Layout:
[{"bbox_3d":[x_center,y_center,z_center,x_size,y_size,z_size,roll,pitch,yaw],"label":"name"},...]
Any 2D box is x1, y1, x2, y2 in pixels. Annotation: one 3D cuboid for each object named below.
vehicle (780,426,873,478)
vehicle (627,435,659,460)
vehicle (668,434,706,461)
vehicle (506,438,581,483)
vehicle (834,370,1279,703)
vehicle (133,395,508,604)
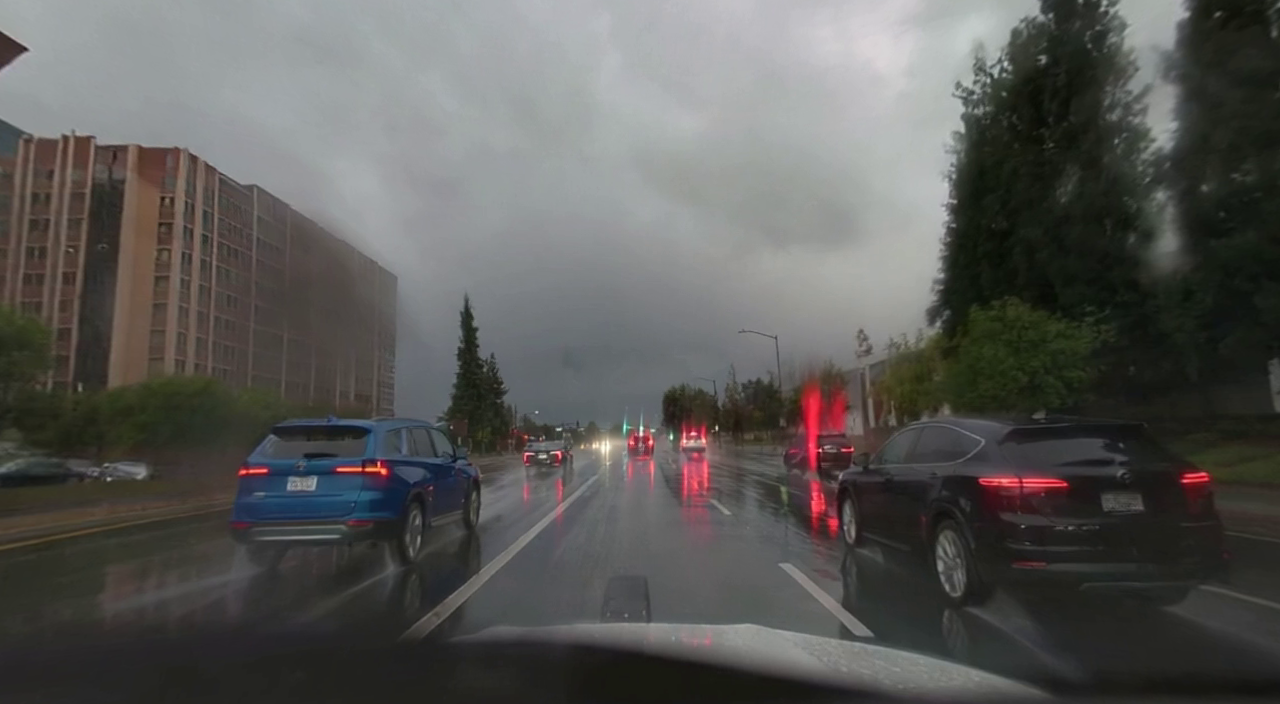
[{"bbox_3d":[6.954,3.804,24.067,2.076,1.793,4.464,0,-9,-1],"label":"vehicle"},{"bbox_3d":[0.203,7.247,47.660,2.304,1.795,4.526,0,-9,-1],"label":"vehicle"},{"bbox_3d":[3.192,6.682,44.071,2.178,1.804,4.766,0,-9,-1],"label":"vehicle"},{"bbox_3d":[-3.381,3.901,22.933,2.036,1.465,4.301,0,-9,1],"label":"vehicle"},{"bbox_3d":[3.384,1.257,5.411,2.088,1.666,4.512,0,-9,2],"label":"vehicle"},{"bbox_3d":[-3.120,1.561,7.503,2.141,1.719,4.379,0,-9,0],"label":"vehicle"}]
